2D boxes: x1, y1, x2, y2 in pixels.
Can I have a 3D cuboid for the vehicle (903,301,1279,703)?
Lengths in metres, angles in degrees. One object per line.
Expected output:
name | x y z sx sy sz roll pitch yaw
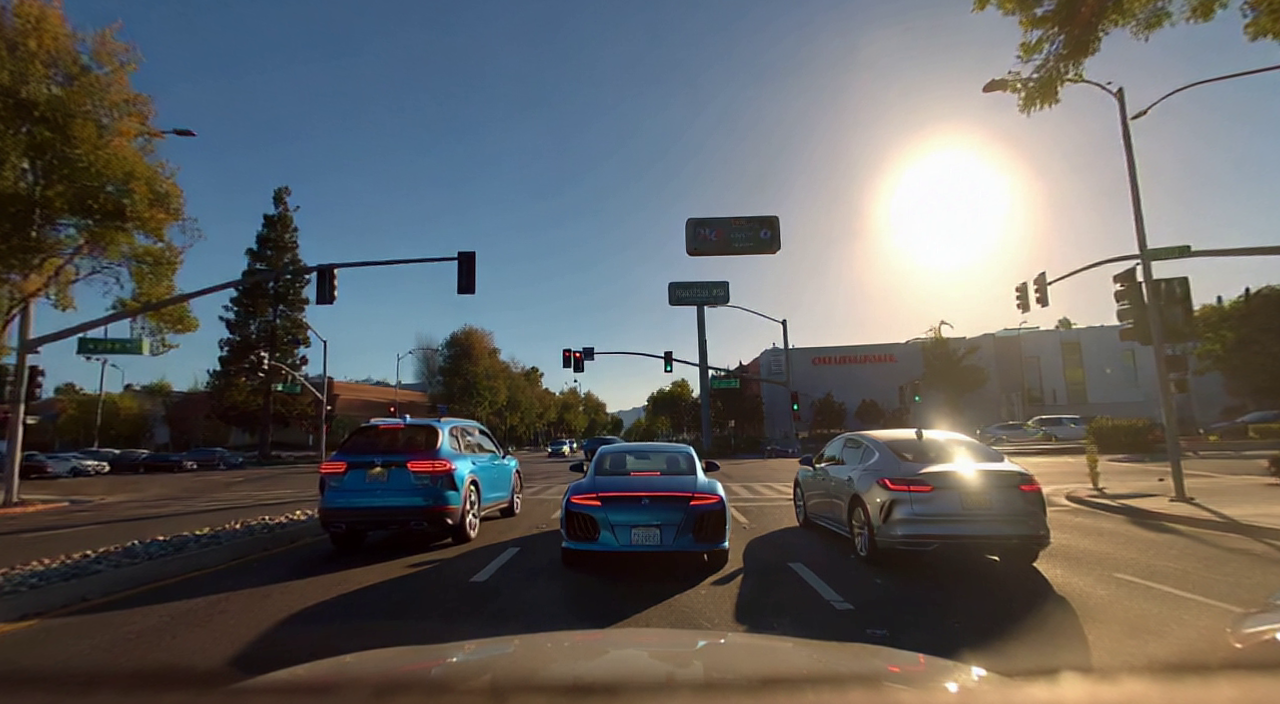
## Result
vehicle | 3.100 0.804 2.523 2.143 1.759 4.531 0 -8 1

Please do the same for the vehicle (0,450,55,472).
vehicle | -46.156 7.962 46.166 4.545 1.558 1.833 0 -8 -4

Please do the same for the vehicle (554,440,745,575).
vehicle | 0.114 1.870 8.380 1.945 1.343 3.827 0 -8 1

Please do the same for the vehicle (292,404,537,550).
vehicle | -3.166 1.890 10.198 2.061 1.781 4.842 0 -8 1

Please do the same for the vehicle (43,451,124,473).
vehicle | -41.296 8.157 46.788 4.195 1.533 1.752 0 -8 -3
